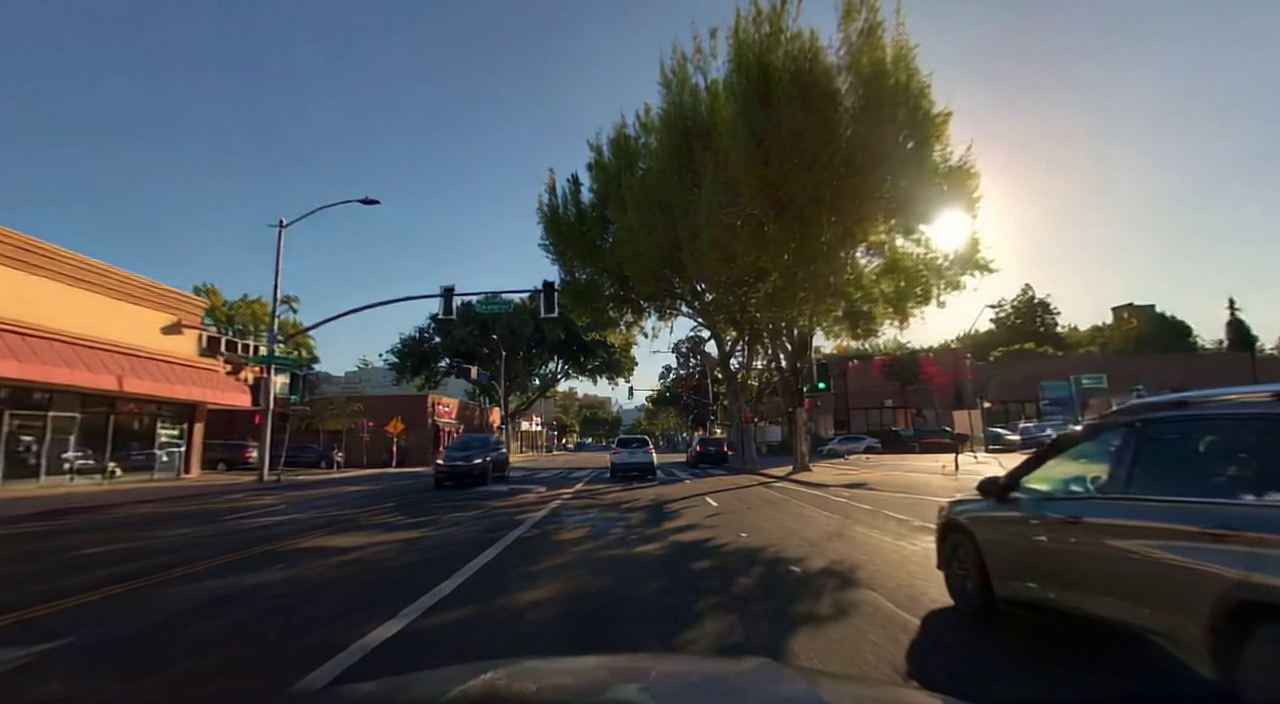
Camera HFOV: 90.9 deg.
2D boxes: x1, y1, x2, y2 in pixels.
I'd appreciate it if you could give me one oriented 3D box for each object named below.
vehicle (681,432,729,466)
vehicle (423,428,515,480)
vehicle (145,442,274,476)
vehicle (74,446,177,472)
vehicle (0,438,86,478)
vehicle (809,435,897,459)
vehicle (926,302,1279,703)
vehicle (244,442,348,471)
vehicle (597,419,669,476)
[{"bbox_3d":[3.681,5.607,36.600,2.276,1.787,4.630,0,-8,-1],"label":"vehicle"},{"bbox_3d":[-6.721,4.072,25.383,2.335,1.909,4.593,0,-8,1],"label":"vehicle"},{"bbox_3d":[-21.128,5.259,31.079,4.839,1.604,2.058,-1,-8,2],"label":"vehicle"},{"bbox_3d":[-30.931,6.423,37.986,4.466,1.527,2.028,0,-8,2],"label":"vehicle"},{"bbox_3d":[-31.597,5.225,31.243,5.964,1.893,2.363,0,-8,1],"label":"vehicle"},{"bbox_3d":[14.251,6.381,42.391,5.218,1.558,1.963,0,-8,-1],"label":"vehicle"},{"bbox_3d":[3.392,0.755,2.301,2.335,1.812,5.041,0,-8,0],"label":"vehicle"},{"bbox_3d":[-18.778,5.720,34.552,4.561,1.531,1.990,0,-8,1],"label":"vehicle"},{"bbox_3d":[-0.249,3.928,25.991,2.638,2.065,5.313,0,-8,0],"label":"vehicle"}]
